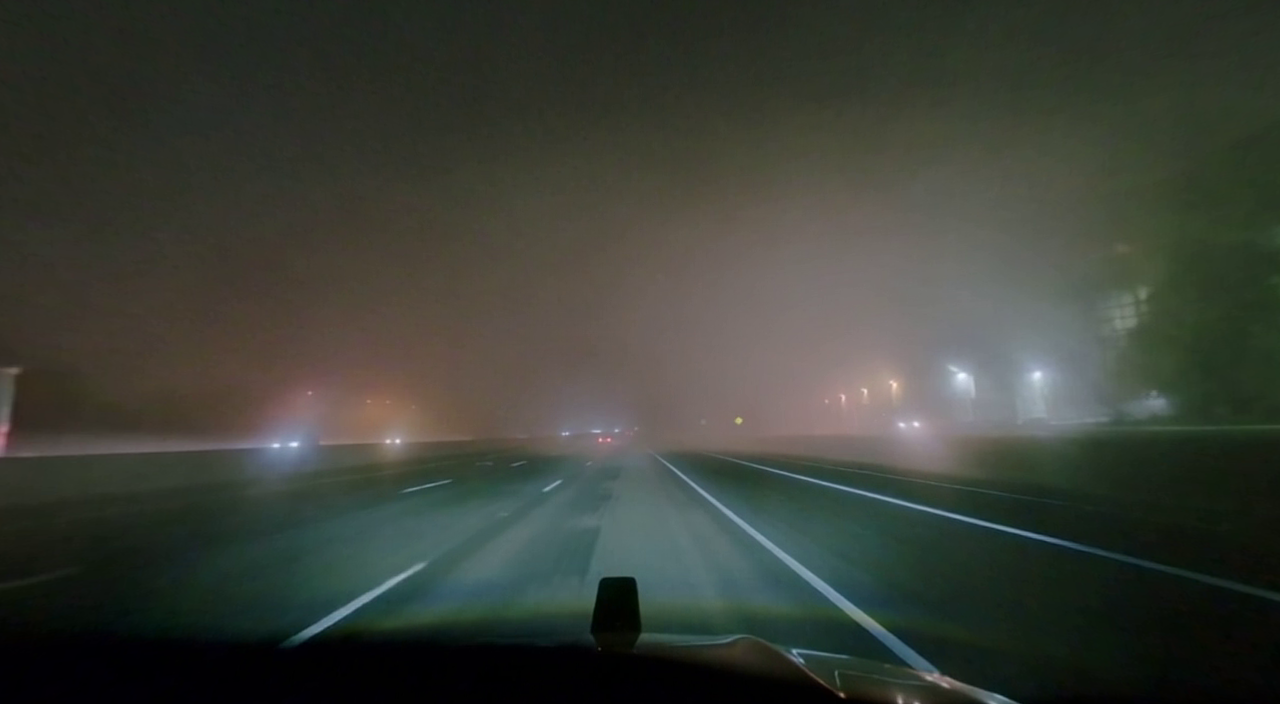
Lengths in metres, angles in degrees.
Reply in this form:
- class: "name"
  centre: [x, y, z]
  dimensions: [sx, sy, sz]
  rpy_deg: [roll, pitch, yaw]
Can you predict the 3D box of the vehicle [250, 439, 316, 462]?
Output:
- class: "vehicle"
  centre: [-24.699, 6.819, 43.674]
  dimensions: [1.887, 1.503, 4.549]
  rpy_deg: [0, -8, 0]
